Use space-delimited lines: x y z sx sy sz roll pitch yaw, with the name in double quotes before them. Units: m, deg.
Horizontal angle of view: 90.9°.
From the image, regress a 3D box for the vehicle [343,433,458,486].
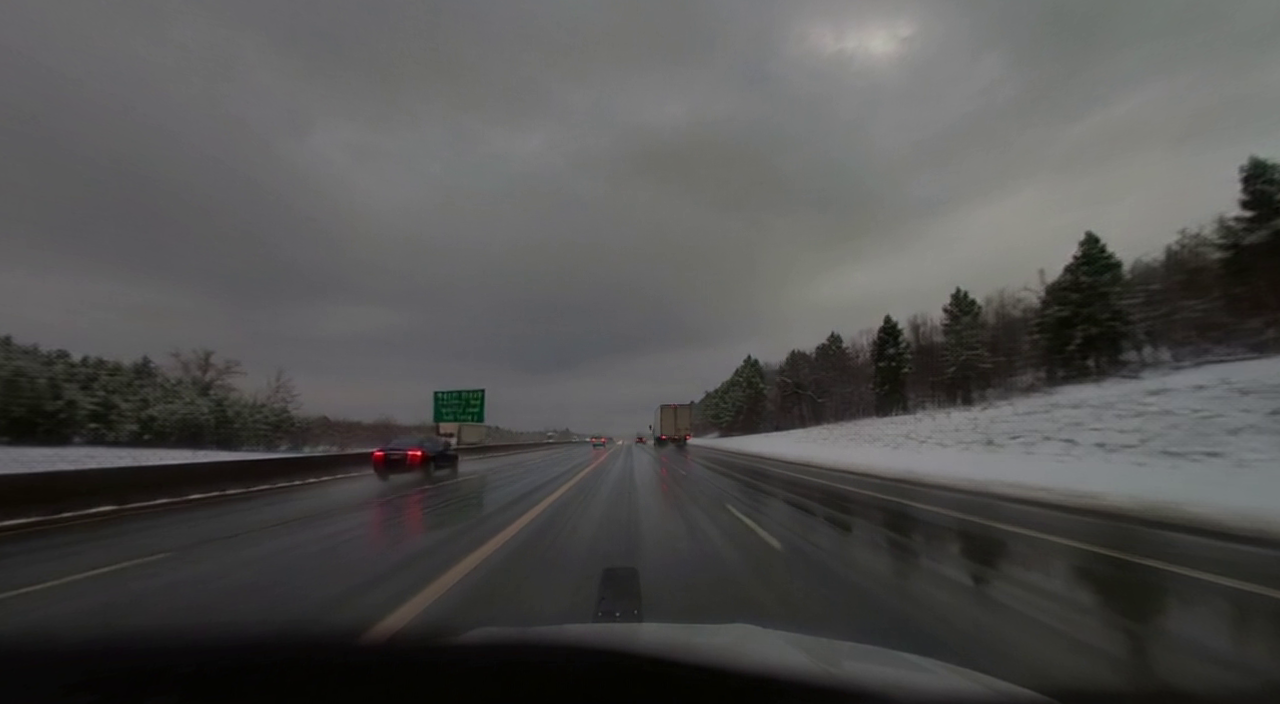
"vehicle" -7.353 3.307 19.877 2.018 1.454 4.290 0 -8 -1
